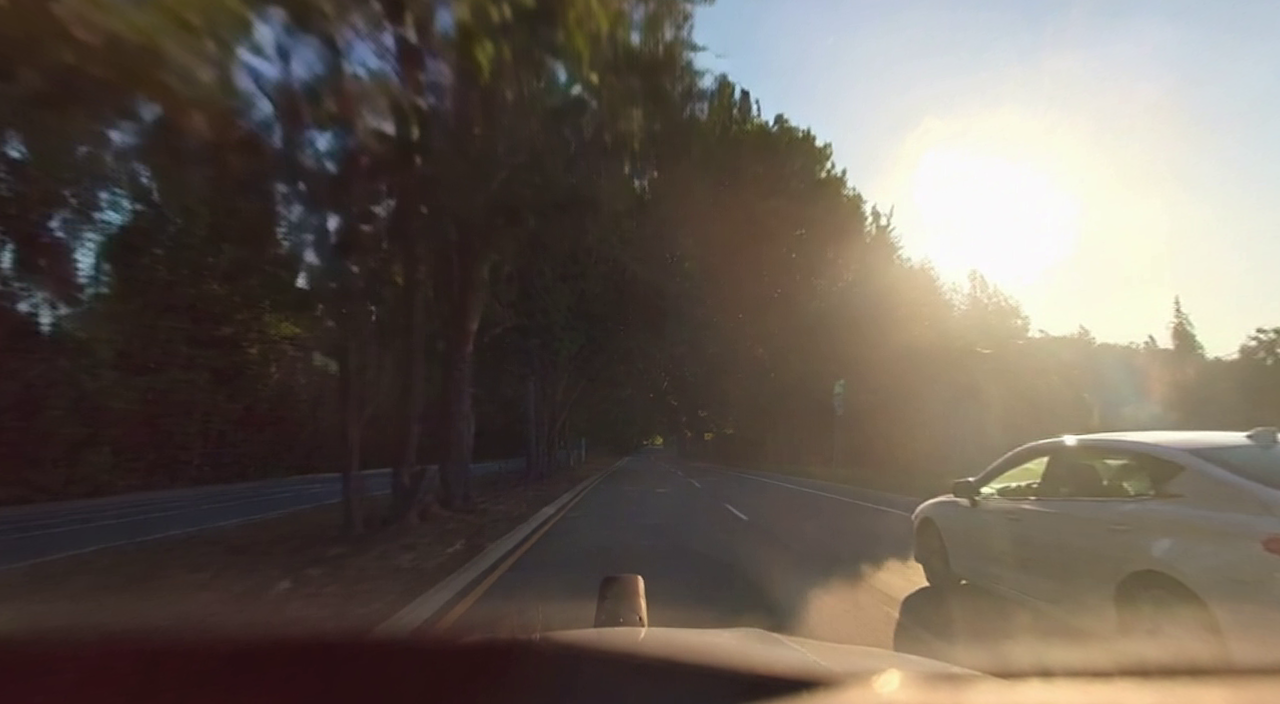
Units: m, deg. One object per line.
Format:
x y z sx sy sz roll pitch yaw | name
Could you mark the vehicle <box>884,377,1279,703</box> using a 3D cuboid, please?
3.604 1.162 4.293 2.060 1.584 4.592 0 -9 0 | vehicle
